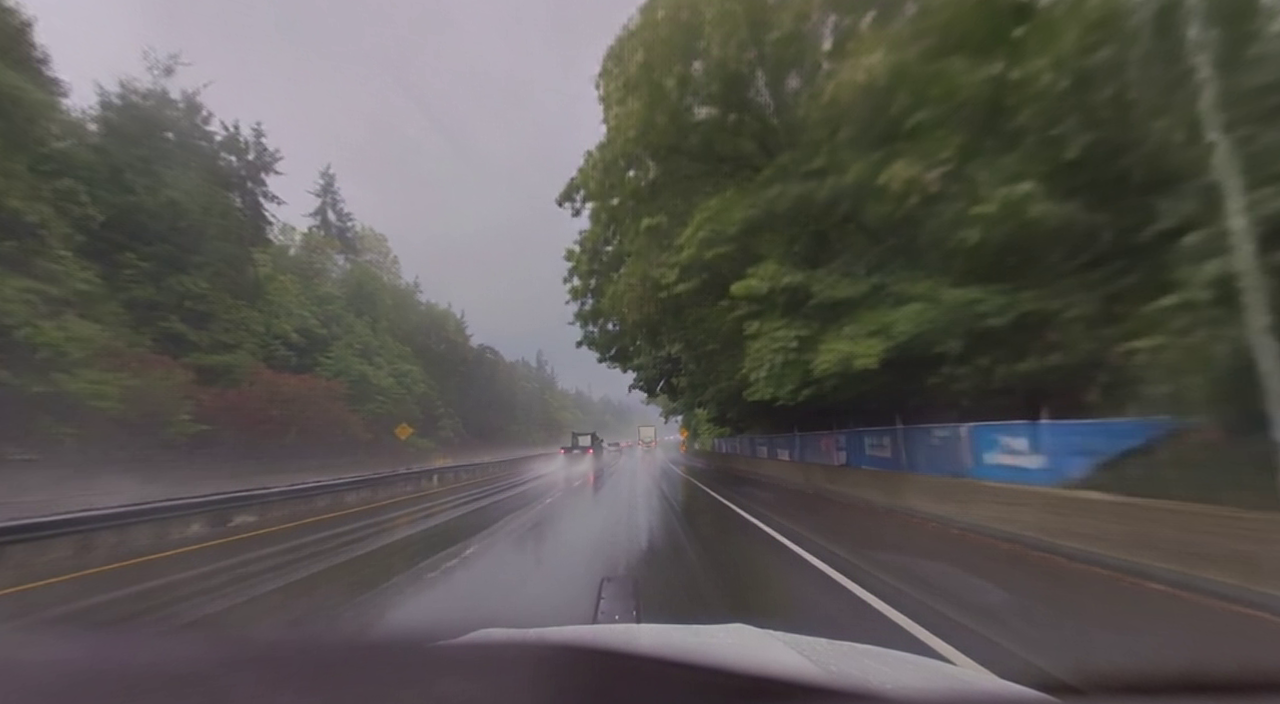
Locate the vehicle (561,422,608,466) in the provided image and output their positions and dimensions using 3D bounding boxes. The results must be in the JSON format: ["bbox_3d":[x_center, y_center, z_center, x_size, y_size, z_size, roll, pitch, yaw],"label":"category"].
[{"bbox_3d":[-3.477,5.910,40.466,2.484,2.625,5.907,0,-8,0],"label":"vehicle"}]
